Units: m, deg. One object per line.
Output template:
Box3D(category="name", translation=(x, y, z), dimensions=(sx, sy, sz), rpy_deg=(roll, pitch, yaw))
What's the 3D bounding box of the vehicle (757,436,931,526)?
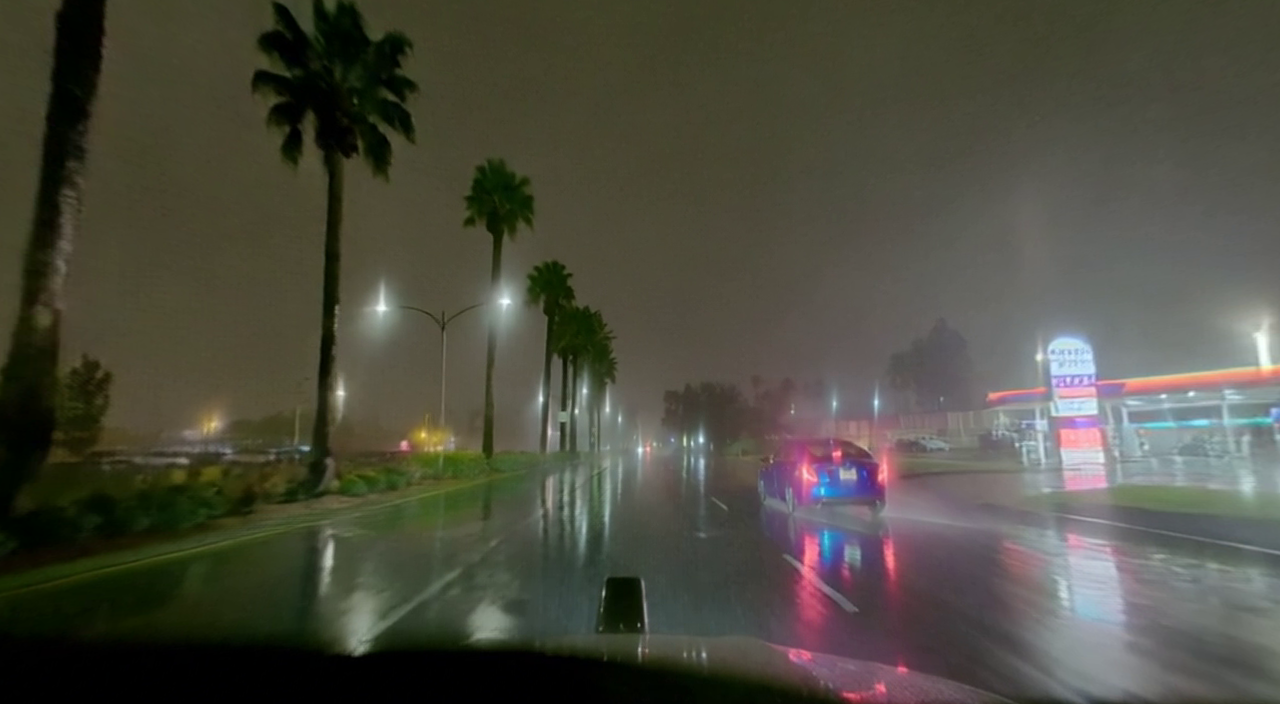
Box3D(category="vehicle", translation=(3.720, 2.414, 12.460), dimensions=(1.978, 1.442, 4.262), rpy_deg=(0, -8, 0))
